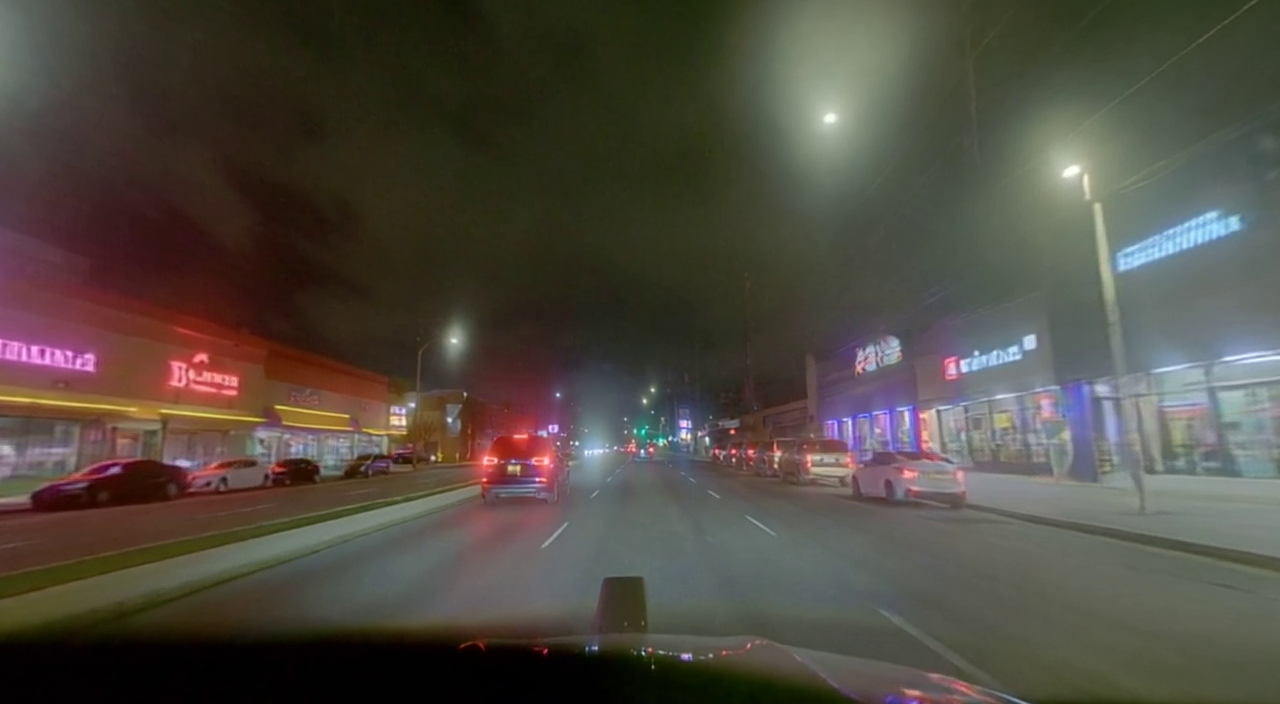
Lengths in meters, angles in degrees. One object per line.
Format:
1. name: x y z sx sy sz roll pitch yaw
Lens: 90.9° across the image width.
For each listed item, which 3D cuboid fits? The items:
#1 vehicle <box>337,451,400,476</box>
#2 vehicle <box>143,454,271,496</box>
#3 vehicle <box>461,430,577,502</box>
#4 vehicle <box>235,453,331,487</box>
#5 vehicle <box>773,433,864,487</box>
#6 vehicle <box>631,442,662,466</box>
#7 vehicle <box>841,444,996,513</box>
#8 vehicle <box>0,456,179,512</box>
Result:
1. vehicle: -17.114 7.051 40.002 1.894 1.458 4.565 0 -9 1
2. vehicle: -17.247 4.890 25.432 1.800 1.470 4.548 -1 -9 2
3. vehicle: -3.033 2.987 16.910 2.049 1.646 4.445 -1 -9 3
4. vehicle: -17.176 5.660 30.641 2.046 1.458 4.539 0 -9 0
5. vehicle: 6.765 4.160 24.627 2.005 1.858 5.253 0 -9 0
6. vehicle: 0.413 6.863 42.495 2.037 1.484 4.073 0 -9 0
7. vehicle: 6.727 3.064 15.825 1.871 1.478 4.272 0 -9 -1
8. vehicle: -17.328 4.083 19.997 1.788 1.475 4.737 0 -9 0
